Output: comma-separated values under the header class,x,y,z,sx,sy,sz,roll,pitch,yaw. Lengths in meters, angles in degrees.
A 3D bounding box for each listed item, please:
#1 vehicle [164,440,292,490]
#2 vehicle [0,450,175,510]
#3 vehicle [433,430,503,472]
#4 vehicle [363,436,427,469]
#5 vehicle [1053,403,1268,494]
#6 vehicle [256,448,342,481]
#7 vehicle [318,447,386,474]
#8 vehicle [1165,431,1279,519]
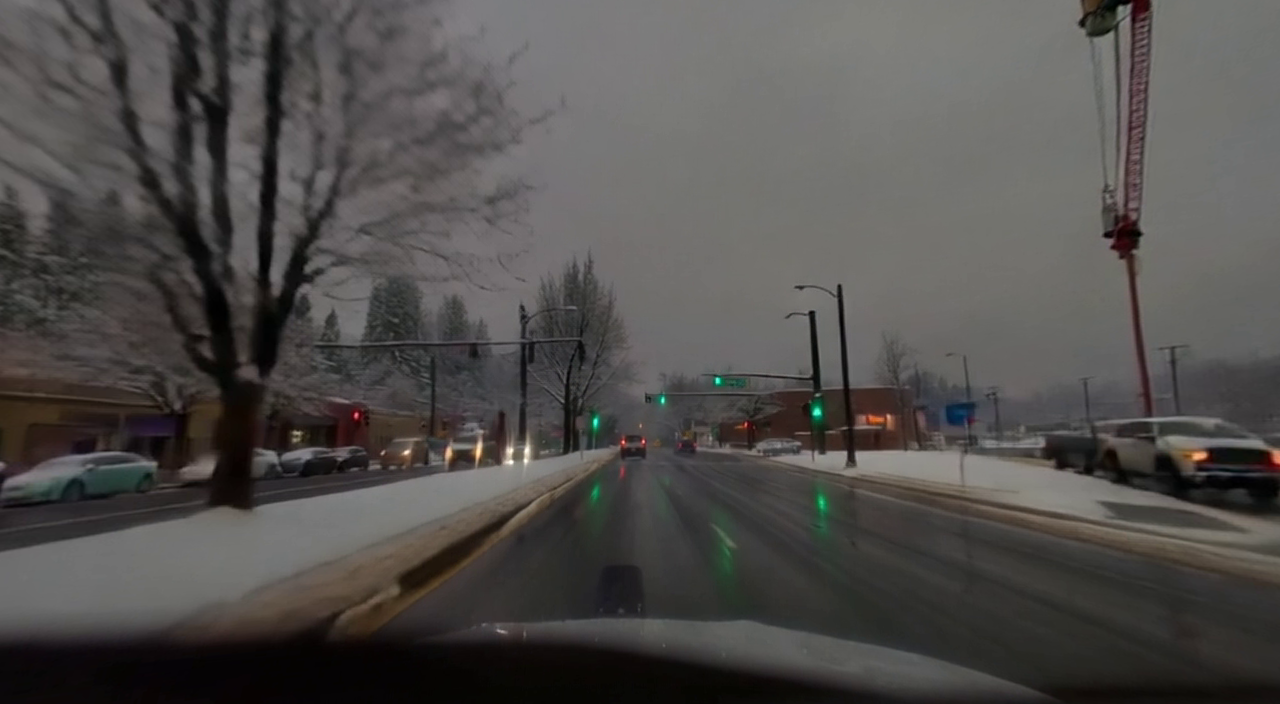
class,x,y,z,sx,sy,sz,roll,pitch,yaw
vehicle,-16.362,4.485,25.452,2.070,1.774,4.549,0,-8,0
vehicle,-16.427,3.663,18.615,1.780,1.493,4.703,0,-8,1
vehicle,-8.817,5.141,32.938,2.227,1.956,4.978,0,-8,0
vehicle,-16.621,6.874,43.220,2.190,2.069,5.804,0,-8,-2
vehicle,15.004,2.887,19.024,2.798,2.168,7.202,-4,-9,21
vehicle,-16.577,5.442,31.002,1.765,1.473,4.423,0,-8,-1
vehicle,-16.673,6.263,36.787,1.804,1.467,4.489,0,-8,0
vehicle,12.521,2.323,12.350,1.961,1.485,4.762,-3,-9,21
